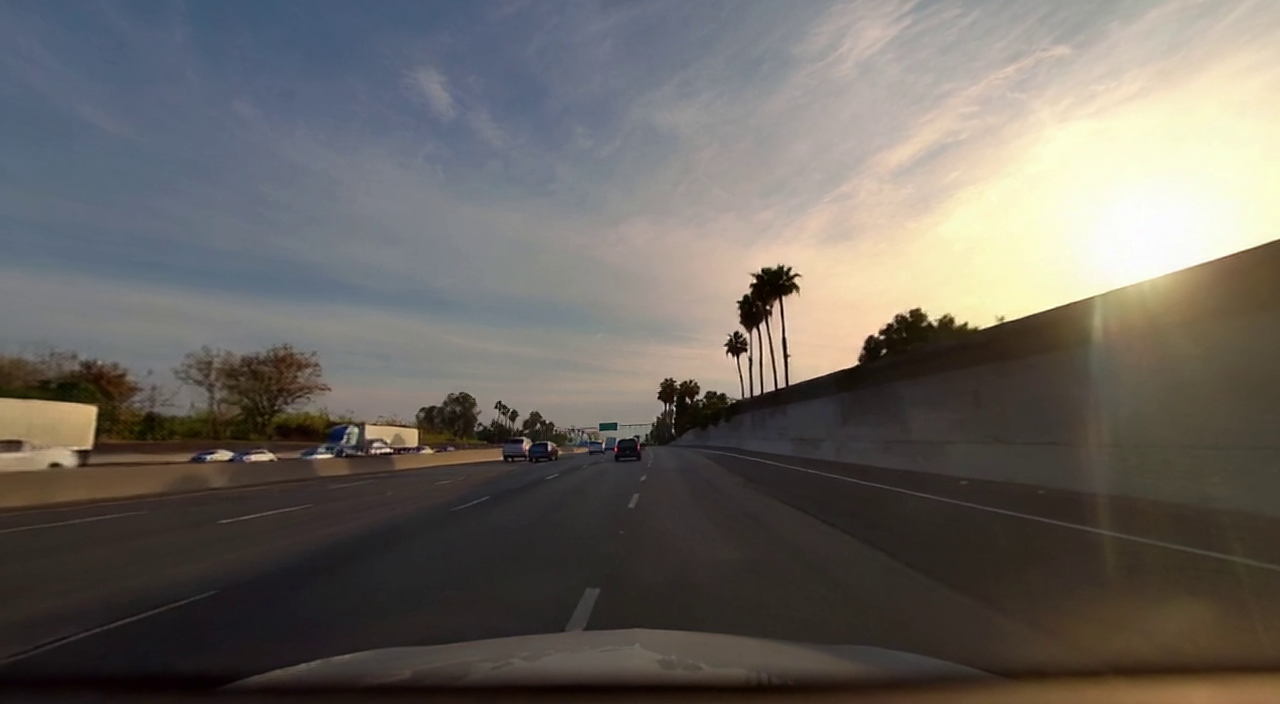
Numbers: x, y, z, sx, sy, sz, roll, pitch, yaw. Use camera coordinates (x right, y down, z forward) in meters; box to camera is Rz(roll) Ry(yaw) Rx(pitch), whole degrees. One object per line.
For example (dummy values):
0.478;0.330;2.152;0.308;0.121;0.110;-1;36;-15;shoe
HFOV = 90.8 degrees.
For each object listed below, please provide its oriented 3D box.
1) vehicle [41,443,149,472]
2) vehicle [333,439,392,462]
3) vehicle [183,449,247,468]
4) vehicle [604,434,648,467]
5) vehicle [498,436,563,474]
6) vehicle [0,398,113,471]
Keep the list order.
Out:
-30.936;5.969;36.081;1.853;1.506;4.596;-1;-8;4;vehicle
-18.259;6.494;41.708;1.858;1.476;4.084;-1;-9;3;vehicle
-33.488;8.394;49.907;1.835;1.425;4.331;-1;-9;3;vehicle
-0.694;5.334;34.295;2.201;1.672;4.128;0;-8;2;vehicle
-5.237;5.001;30.812;2.204;1.677;4.438;-1;-8;3;vehicle
-35.028;4.650;35.286;2.812;3.781;9.113;-1;-8;3;vehicle
